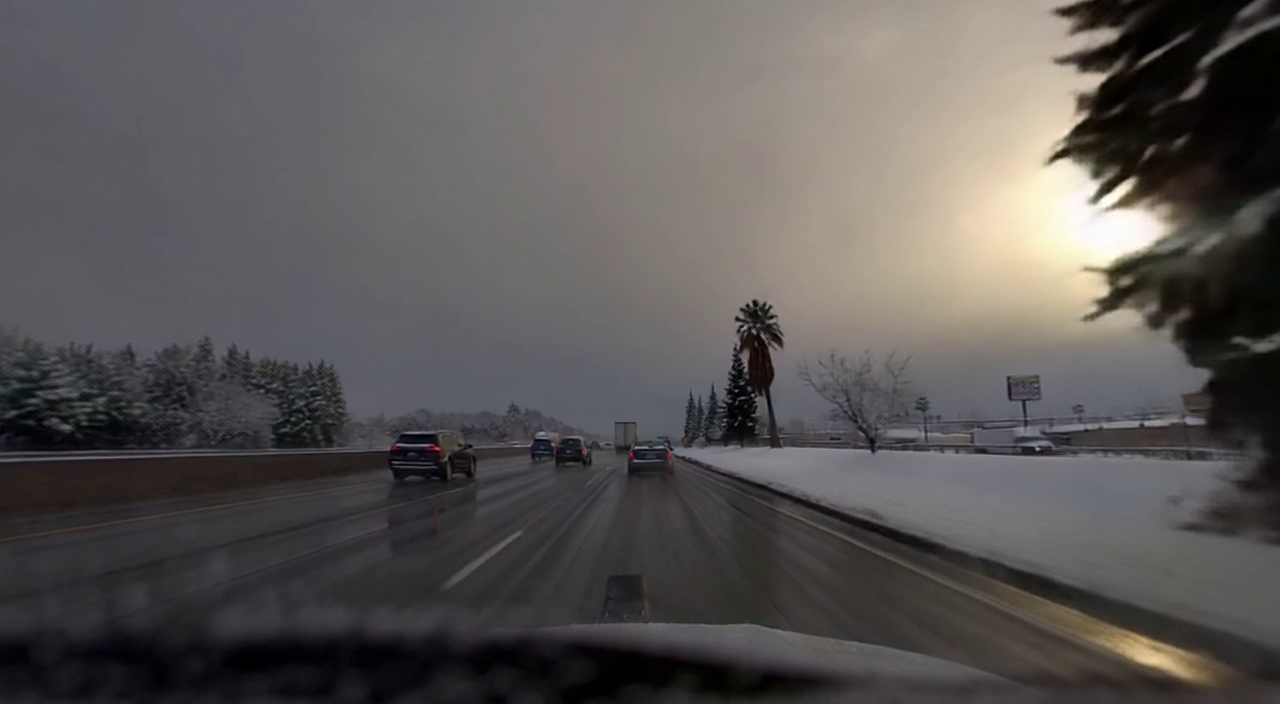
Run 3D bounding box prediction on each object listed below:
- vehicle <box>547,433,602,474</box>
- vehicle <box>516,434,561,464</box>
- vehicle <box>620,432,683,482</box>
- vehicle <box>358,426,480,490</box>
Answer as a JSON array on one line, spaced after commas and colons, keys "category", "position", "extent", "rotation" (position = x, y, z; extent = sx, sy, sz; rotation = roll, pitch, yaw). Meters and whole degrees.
[{"category": "vehicle", "position": [-3.126, 4.927, 30.964], "extent": [2.108, 1.832, 4.549], "rotation": [0, -8, 1]}, {"category": "vehicle", "position": [-6.845, 6.610, 43.159], "extent": [2.085, 1.932, 4.967], "rotation": [-1, -8, 2]}, {"category": "vehicle", "position": [0.381, 3.882, 23.515], "extent": [2.136, 1.678, 4.052], "rotation": [0, -8, 0]}, {"category": "vehicle", "position": [-6.903, 3.367, 20.342], "extent": [2.105, 1.790, 4.689], "rotation": [0, -8, 2]}]
